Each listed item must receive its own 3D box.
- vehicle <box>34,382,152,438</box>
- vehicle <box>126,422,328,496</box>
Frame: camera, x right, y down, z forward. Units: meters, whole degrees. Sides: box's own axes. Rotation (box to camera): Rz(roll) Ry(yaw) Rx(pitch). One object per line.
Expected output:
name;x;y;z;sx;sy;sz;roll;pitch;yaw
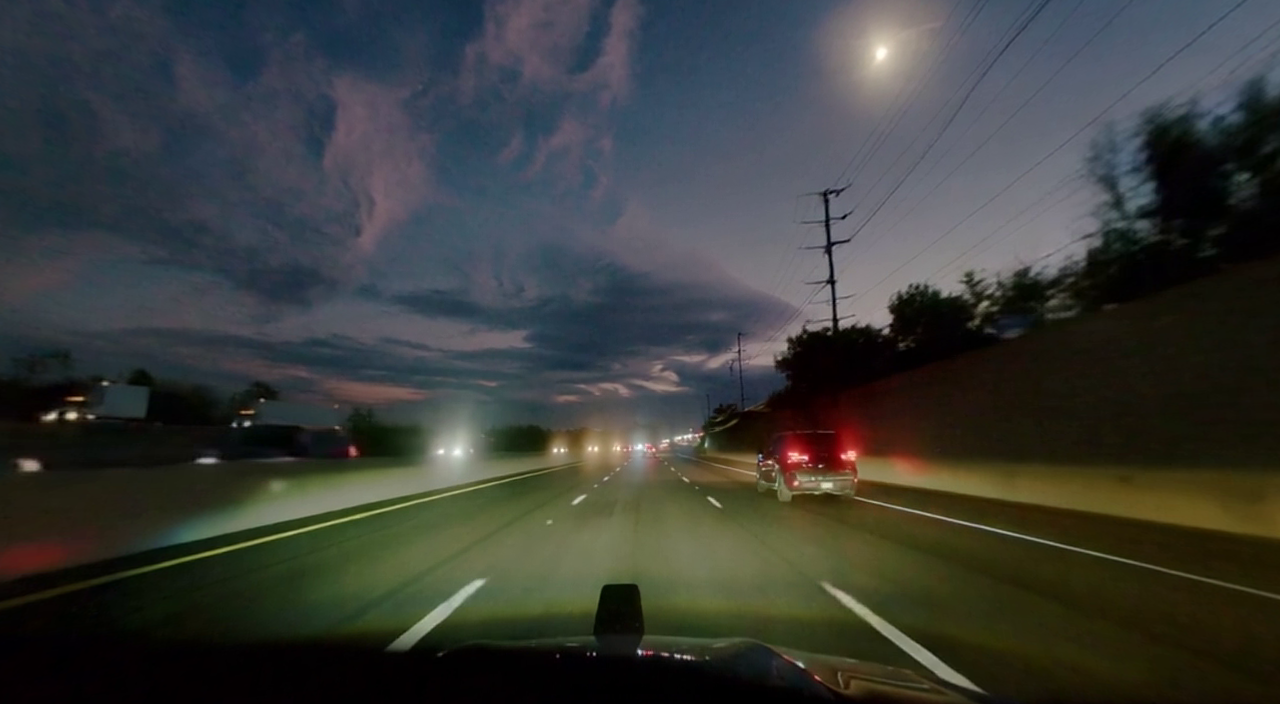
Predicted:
vehicle;-39.182;4.315;45.514;2.865;3.637;5.970;0;-9;1
vehicle;-11.147;2.958;17.678;2.142;1.737;5.107;0;-9;1
